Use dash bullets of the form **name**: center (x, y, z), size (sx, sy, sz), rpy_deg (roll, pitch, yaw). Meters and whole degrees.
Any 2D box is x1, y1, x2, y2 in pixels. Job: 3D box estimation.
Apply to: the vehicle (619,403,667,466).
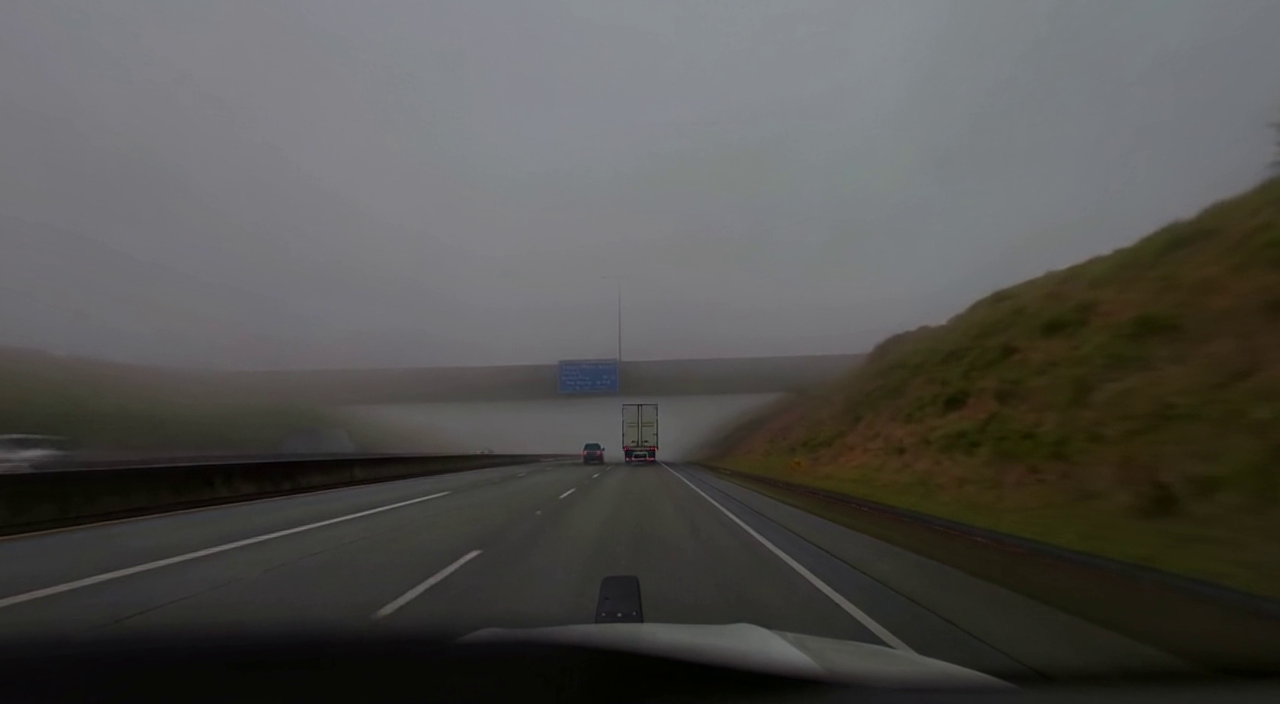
- **vehicle**: center (0.167, 6.201, 46.438), size (3.033, 3.985, 12.383), rpy_deg (0, -9, 0)
